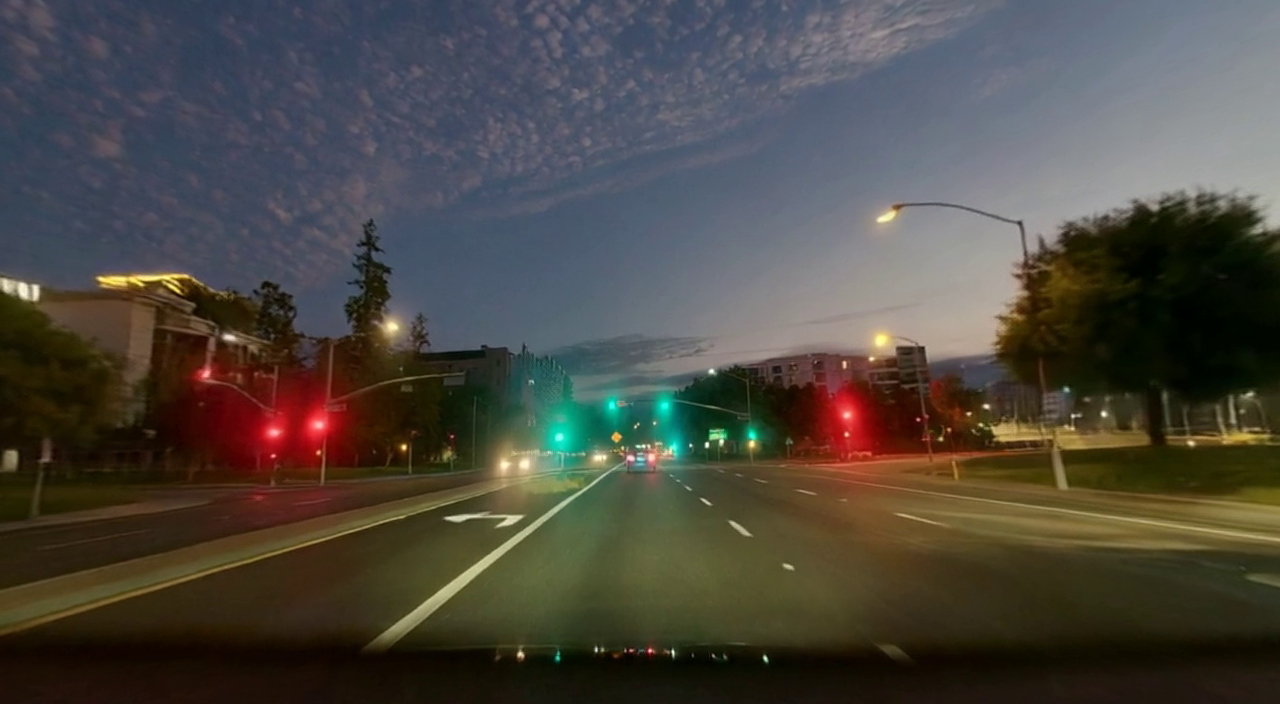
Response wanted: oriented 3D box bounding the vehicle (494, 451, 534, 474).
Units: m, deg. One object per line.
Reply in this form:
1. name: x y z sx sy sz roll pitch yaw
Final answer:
1. vehicle: -8.793 7.746 44.373 1.887 1.480 4.446 0 -9 0

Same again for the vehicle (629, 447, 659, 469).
1. vehicle: 0.307 7.593 45.293 2.064 1.477 3.968 0 -9 0
